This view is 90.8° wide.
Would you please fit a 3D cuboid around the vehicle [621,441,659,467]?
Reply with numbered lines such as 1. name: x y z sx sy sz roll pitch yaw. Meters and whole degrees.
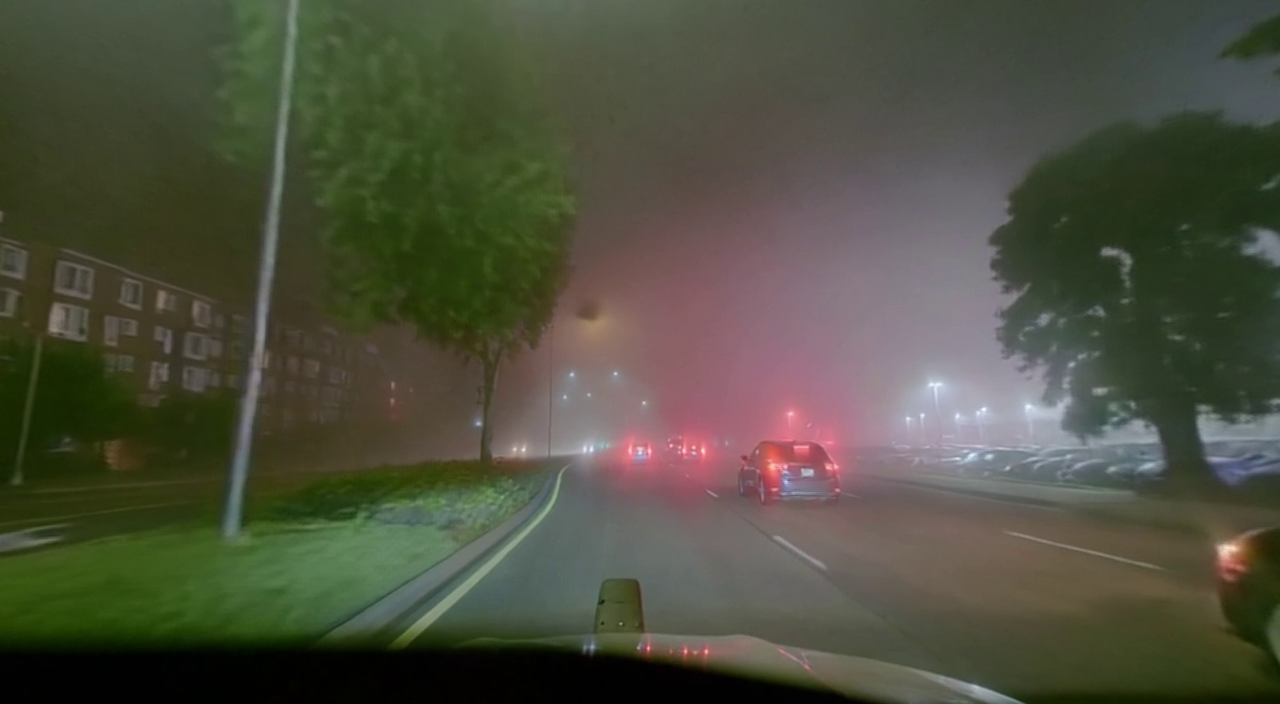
1. vehicle: -0.054 5.962 37.030 2.095 1.456 3.873 0 -8 -1

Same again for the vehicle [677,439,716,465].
1. vehicle: 3.669 6.614 41.811 2.041 1.611 4.426 0 -9 -1

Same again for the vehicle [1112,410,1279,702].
1. vehicle: 4.472 0.877 2.047 2.098 1.507 4.655 0 -8 -3

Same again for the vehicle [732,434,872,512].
1. vehicle: 3.519 2.716 14.750 1.953 1.514 4.672 0 -8 -1
